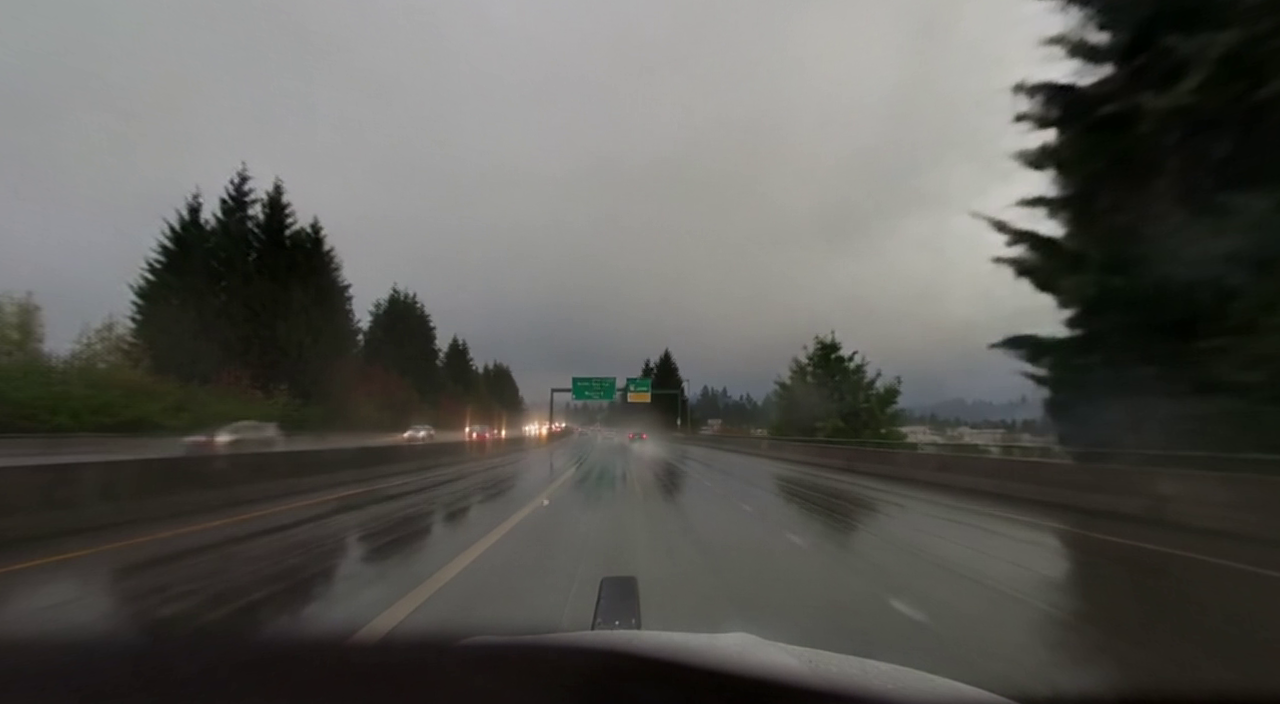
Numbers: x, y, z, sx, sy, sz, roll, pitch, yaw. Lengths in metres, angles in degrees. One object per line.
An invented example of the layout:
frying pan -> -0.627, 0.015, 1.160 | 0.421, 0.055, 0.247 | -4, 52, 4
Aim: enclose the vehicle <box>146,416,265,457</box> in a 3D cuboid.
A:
vehicle -> -17.459, 3.424, 25.584 | 2.011, 1.544, 4.012 | 0, -7, -2
